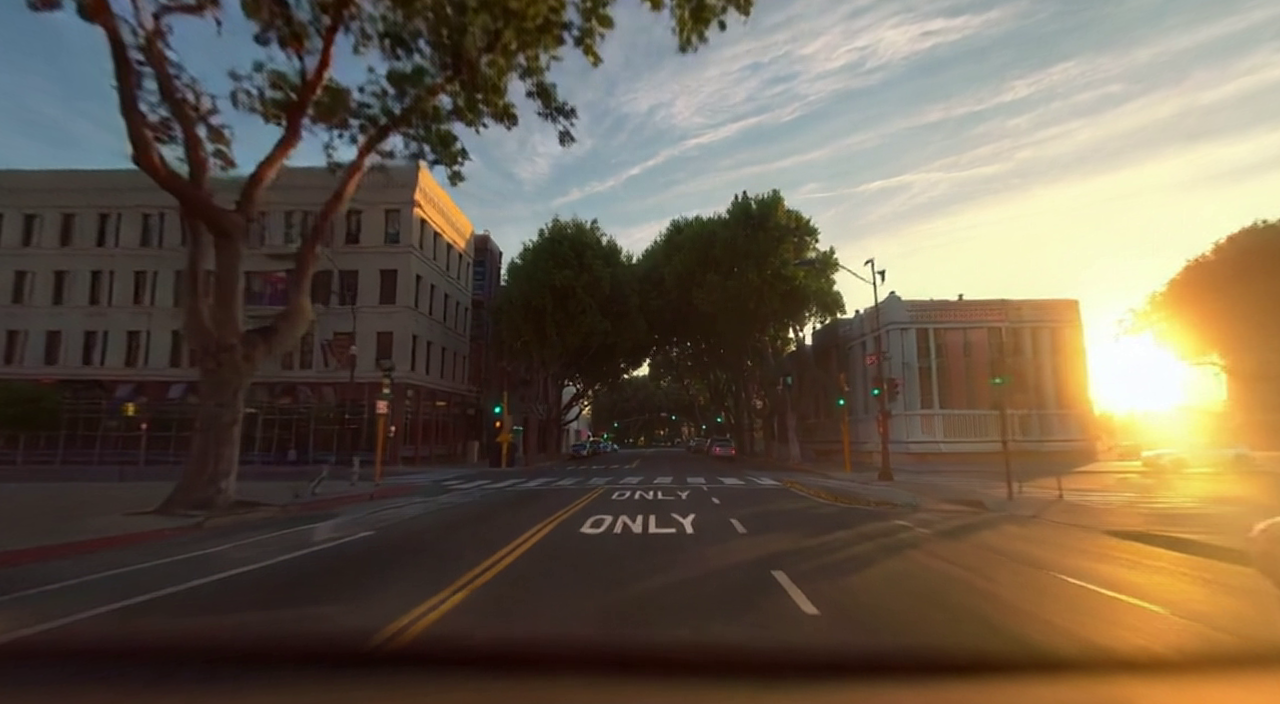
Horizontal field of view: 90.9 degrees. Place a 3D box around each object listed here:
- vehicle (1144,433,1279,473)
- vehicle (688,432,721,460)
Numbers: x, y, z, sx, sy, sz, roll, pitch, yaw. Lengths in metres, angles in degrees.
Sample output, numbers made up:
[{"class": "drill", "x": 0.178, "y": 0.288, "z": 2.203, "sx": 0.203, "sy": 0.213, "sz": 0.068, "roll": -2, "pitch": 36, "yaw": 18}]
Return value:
[{"class": "vehicle", "x": 26.557, "y": 4.668, "z": 29.158, "sx": 4.525, "sy": 1.769, "sz": 2.180, "roll": 0, "pitch": -8, "yaw": -1}, {"class": "vehicle", "x": 4.628, "y": 6.869, "z": 45.997, "sx": 1.971, "sy": 1.919, "sz": 4.748, "roll": 0, "pitch": -8, "yaw": 1}]
